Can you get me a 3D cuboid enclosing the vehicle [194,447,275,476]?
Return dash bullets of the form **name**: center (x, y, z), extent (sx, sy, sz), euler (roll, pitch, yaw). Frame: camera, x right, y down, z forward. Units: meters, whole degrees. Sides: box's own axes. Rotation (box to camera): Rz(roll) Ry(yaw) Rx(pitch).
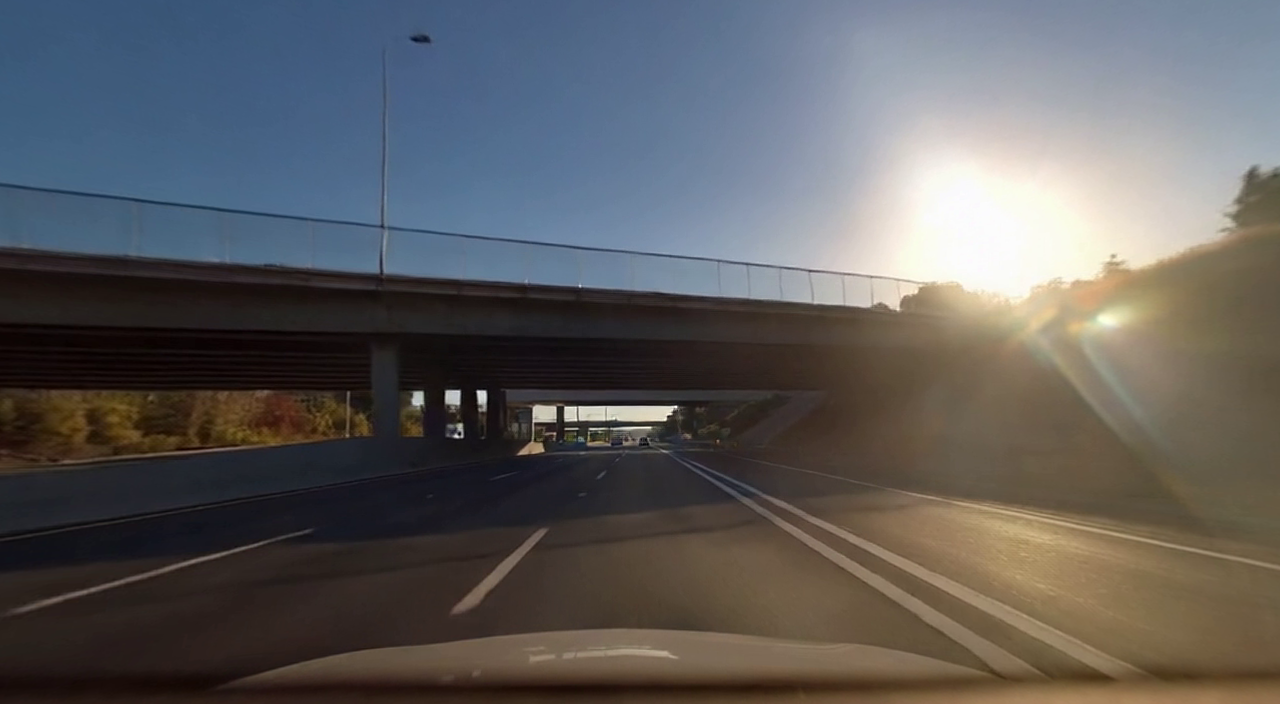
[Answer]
- **vehicle**: center (-22.625, 6.096, 35.262), extent (1.776, 1.493, 4.020), euler (0, -8, 1)
